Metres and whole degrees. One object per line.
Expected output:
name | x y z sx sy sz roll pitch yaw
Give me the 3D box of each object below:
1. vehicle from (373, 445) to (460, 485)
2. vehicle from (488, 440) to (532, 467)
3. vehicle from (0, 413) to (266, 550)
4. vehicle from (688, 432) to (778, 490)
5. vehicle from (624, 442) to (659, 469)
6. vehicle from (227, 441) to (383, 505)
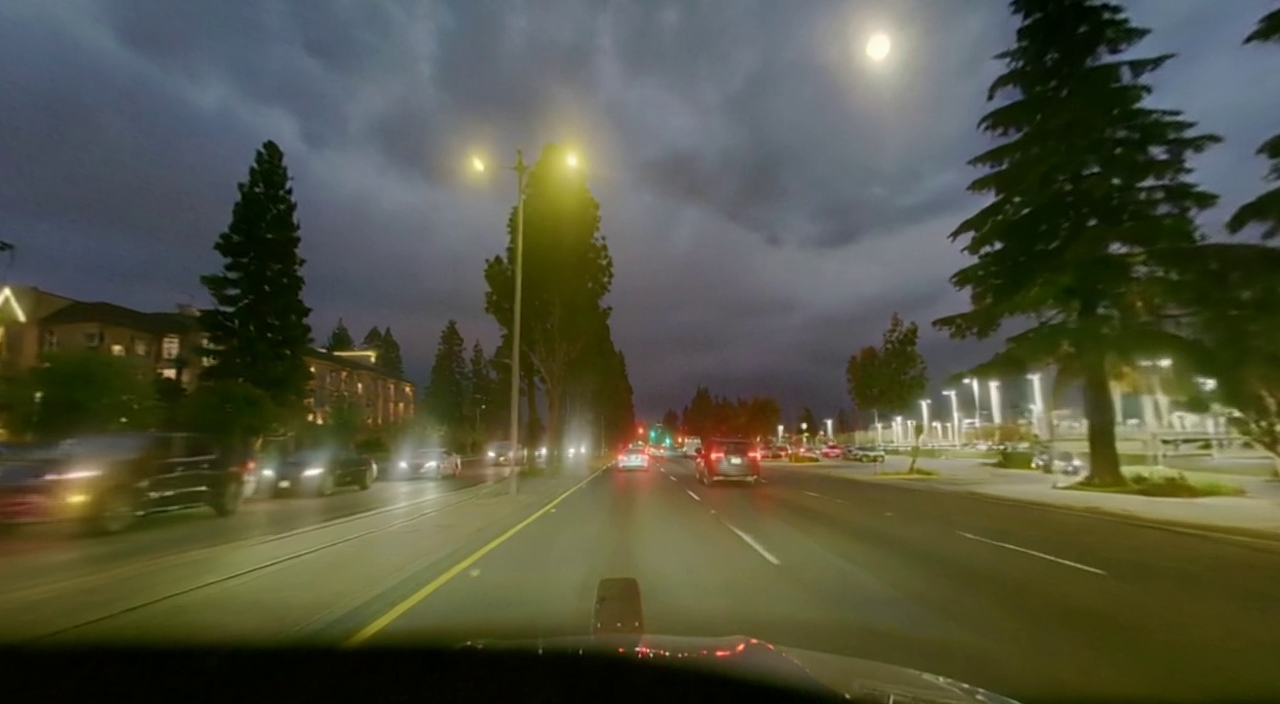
vehicle | -9.070 4.593 26.020 1.938 1.464 4.340 0 -9 1
vehicle | -9.483 7.472 46.539 2.165 1.863 4.880 0 -9 0
vehicle | -9.008 2.113 10.984 2.024 1.822 4.824 0 -9 0
vehicle | 3.103 3.795 22.252 2.235 1.806 4.818 0 -9 -2
vehicle | 0.054 6.576 40.293 2.145 1.572 4.021 0 -9 -1
vehicle | -8.871 3.214 17.230 1.864 1.500 4.294 0 -9 0
